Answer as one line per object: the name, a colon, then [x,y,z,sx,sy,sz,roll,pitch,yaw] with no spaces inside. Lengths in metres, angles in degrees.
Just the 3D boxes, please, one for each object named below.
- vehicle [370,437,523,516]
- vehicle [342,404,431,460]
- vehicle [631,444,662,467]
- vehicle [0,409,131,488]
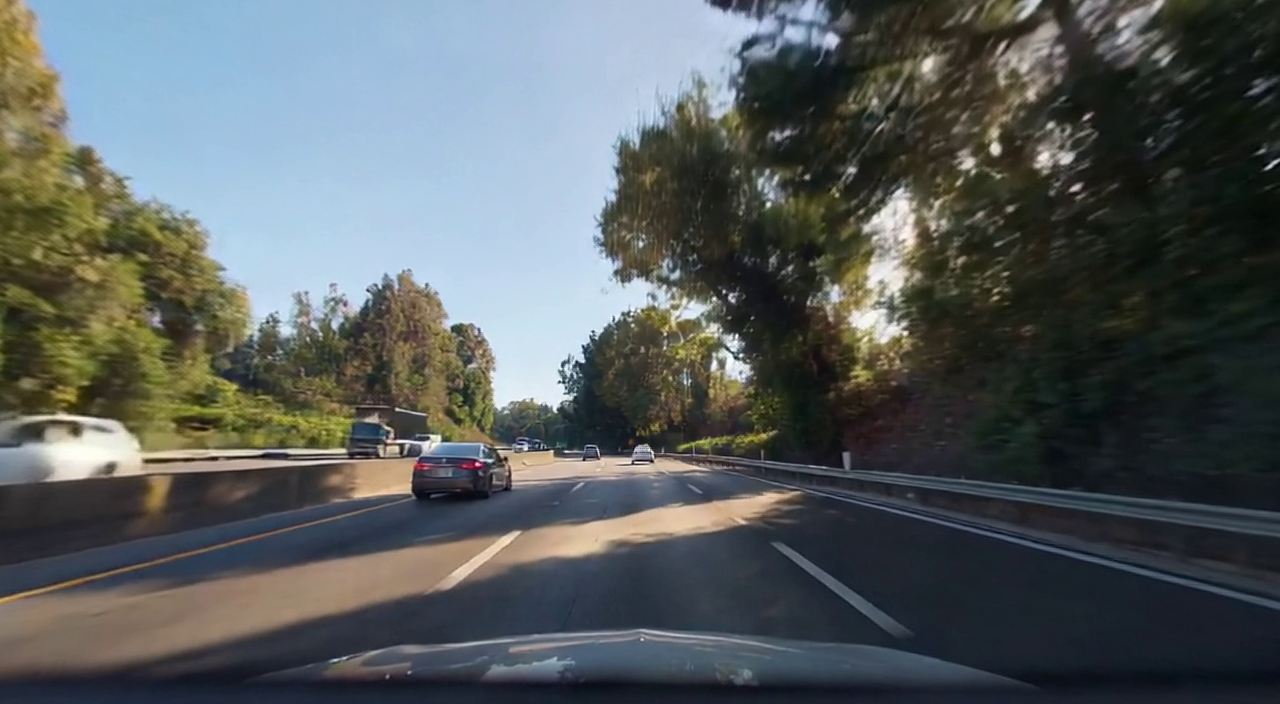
vehicle: [-4.146,2.745,14.432,2.054,1.500,4.469,0,-8,0]
vehicle: [-17.215,5.581,43.488,2.847,3.475,7.687,0,-9,0]
vehicle: [0.403,7.318,44.683,2.008,1.499,3.192,0,-9,-2]
vehicle: [-12.762,1.895,12.328,1.894,1.443,4.425,0,-9,0]
